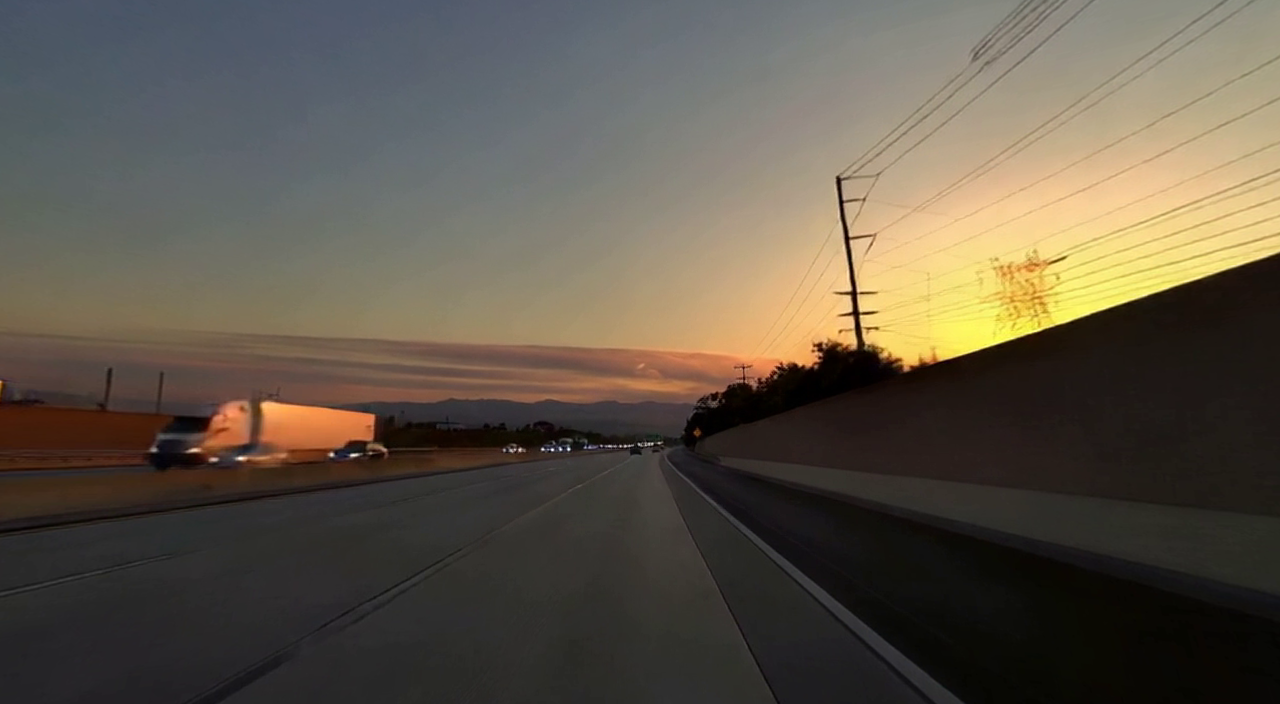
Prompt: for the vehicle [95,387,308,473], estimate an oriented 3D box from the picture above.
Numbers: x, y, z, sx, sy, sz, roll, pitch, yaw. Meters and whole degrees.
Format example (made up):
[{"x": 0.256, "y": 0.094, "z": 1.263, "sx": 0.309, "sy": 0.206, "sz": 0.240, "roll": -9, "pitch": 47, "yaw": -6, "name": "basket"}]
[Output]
[{"x": -22.844, "y": 4.377, "z": 34.255, "sx": 2.992, "sy": 3.863, "sz": 11.569, "roll": 0, "pitch": -9, "yaw": 1, "name": "vehicle"}]
